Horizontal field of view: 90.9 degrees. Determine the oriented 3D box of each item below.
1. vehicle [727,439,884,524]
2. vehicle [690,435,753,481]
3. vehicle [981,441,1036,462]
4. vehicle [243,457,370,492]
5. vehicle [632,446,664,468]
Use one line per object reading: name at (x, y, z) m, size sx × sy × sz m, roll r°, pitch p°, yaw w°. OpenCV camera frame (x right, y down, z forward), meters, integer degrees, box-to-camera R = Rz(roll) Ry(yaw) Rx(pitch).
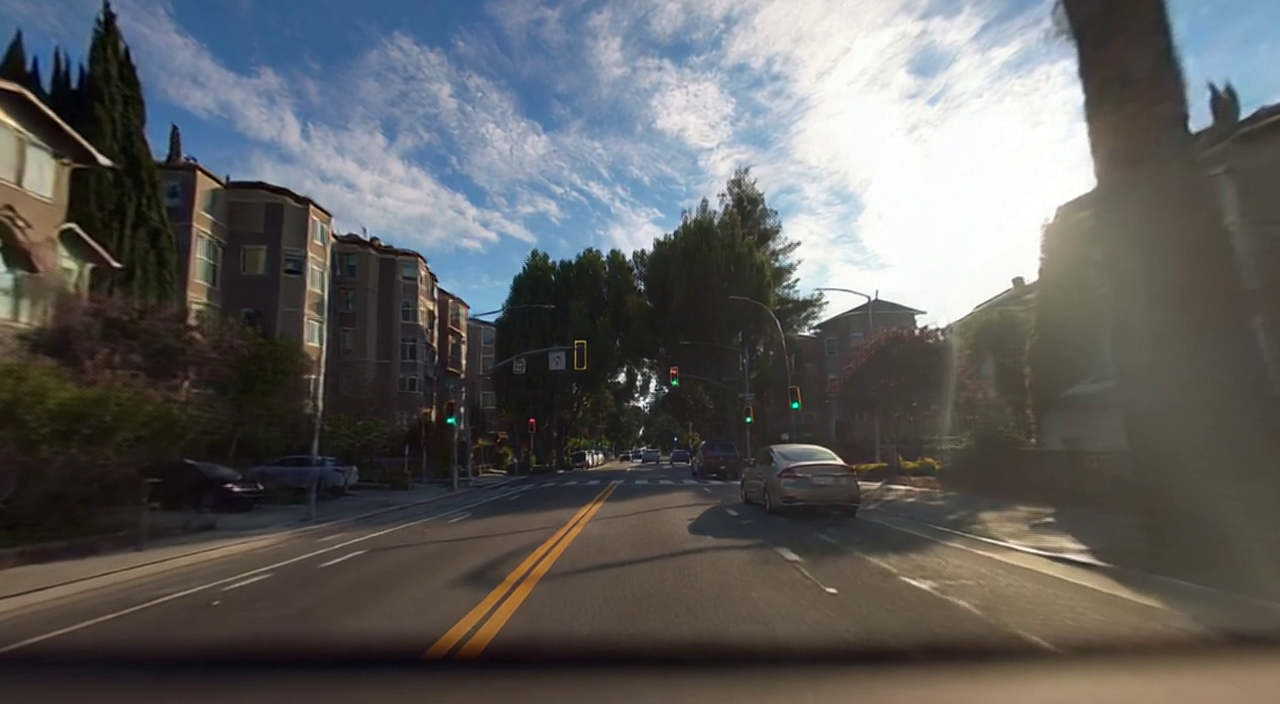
vehicle at (3.275, 2.669, 13.630) m, size 2.078 × 1.488 × 4.741 m, roll 0°, pitch -8°, yaw -1°
vehicle at (3.546, 4.708, 28.344) m, size 2.199 × 1.872 × 4.513 m, roll 0°, pitch -8°, yaw 0°
vehicle at (28.741, 7.746, 49.260) m, size 1.698 × 1.477 × 3.735 m, roll -2°, pitch -9°, yaw -7°
vehicle at (-15.265, 5.621, 29.013) m, size 4.727 × 1.483 × 2.002 m, roll -1°, pitch -8°, yaw 3°
vehicle at (0.523, 7.369, 44.340) m, size 2.097 × 1.463 × 4.043 m, roll 0°, pitch -8°, yaw 0°
